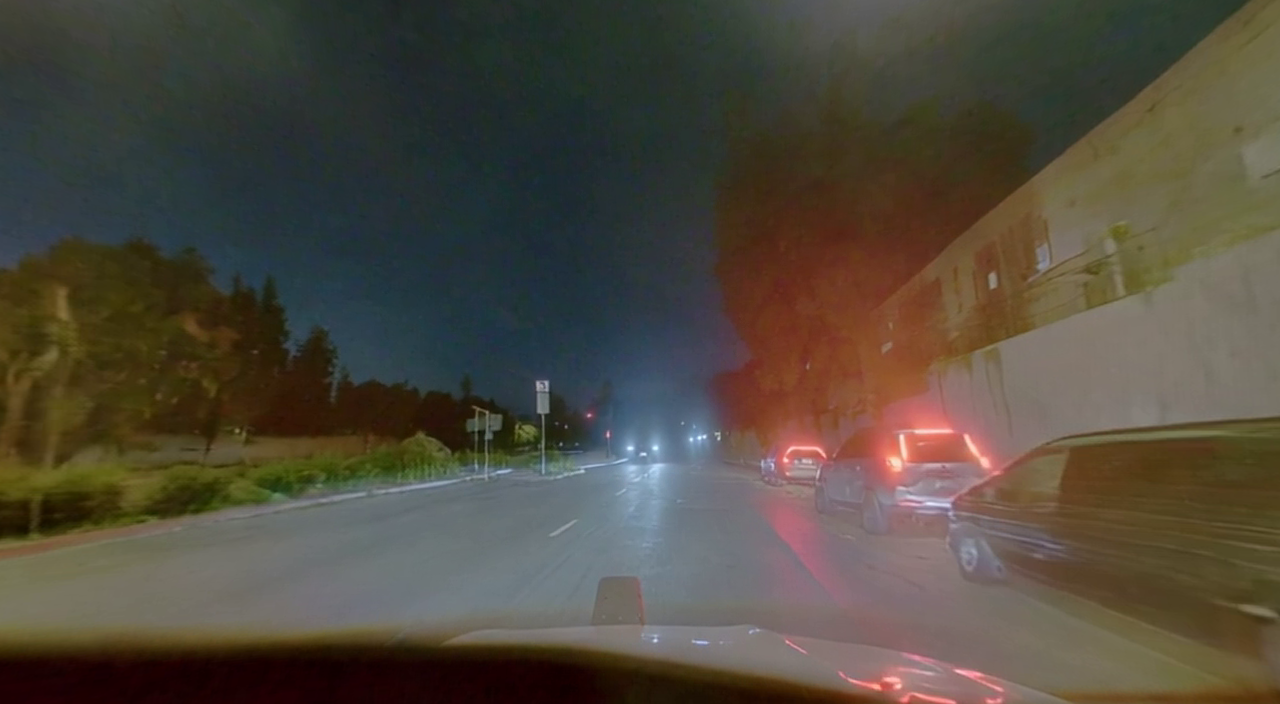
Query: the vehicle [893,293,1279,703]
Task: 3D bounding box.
[{"bbox_3d":[4.034,0.961,4.210,2.291,1.981,6.444,0,-9,3],"label":"vehicle"}]
